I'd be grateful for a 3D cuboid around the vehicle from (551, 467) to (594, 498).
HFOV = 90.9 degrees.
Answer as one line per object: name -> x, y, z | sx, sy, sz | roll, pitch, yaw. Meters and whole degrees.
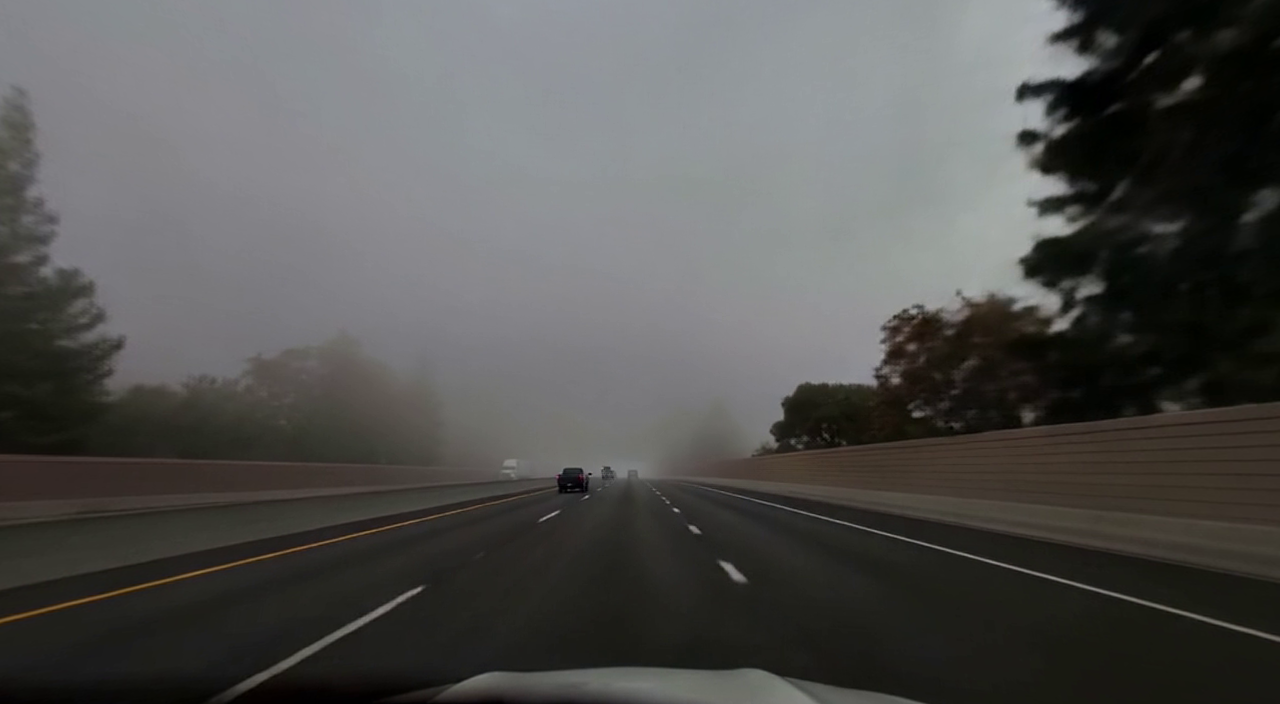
vehicle -> -3.514, 6.852, 33.278 | 1.863, 1.486, 3.852 | 1, -10, -1
